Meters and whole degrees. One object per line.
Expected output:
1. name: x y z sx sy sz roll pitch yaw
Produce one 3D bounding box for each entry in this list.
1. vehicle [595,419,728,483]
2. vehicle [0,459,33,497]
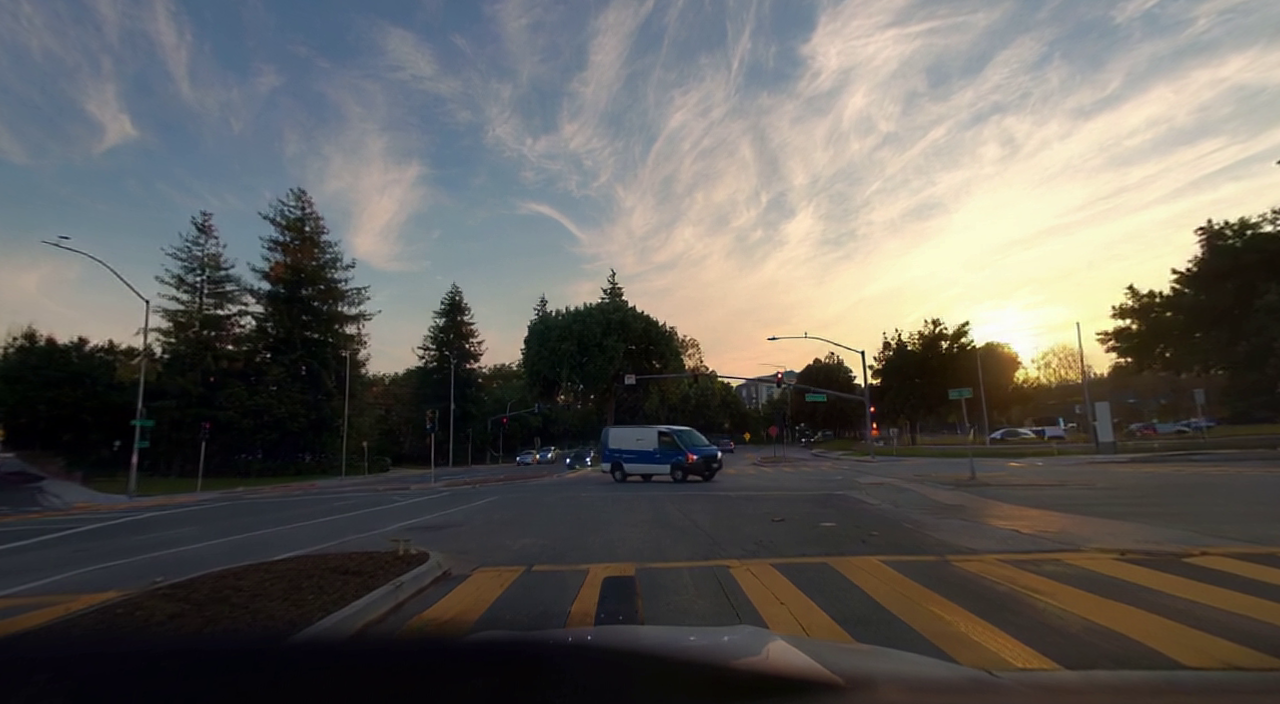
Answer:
1. vehicle: 0.770 4.235 27.261 2.465 2.404 5.791 7 -11 -39
2. vehicle: -47.651 9.373 47.119 2.529 2.543 5.861 6 -10 -37
